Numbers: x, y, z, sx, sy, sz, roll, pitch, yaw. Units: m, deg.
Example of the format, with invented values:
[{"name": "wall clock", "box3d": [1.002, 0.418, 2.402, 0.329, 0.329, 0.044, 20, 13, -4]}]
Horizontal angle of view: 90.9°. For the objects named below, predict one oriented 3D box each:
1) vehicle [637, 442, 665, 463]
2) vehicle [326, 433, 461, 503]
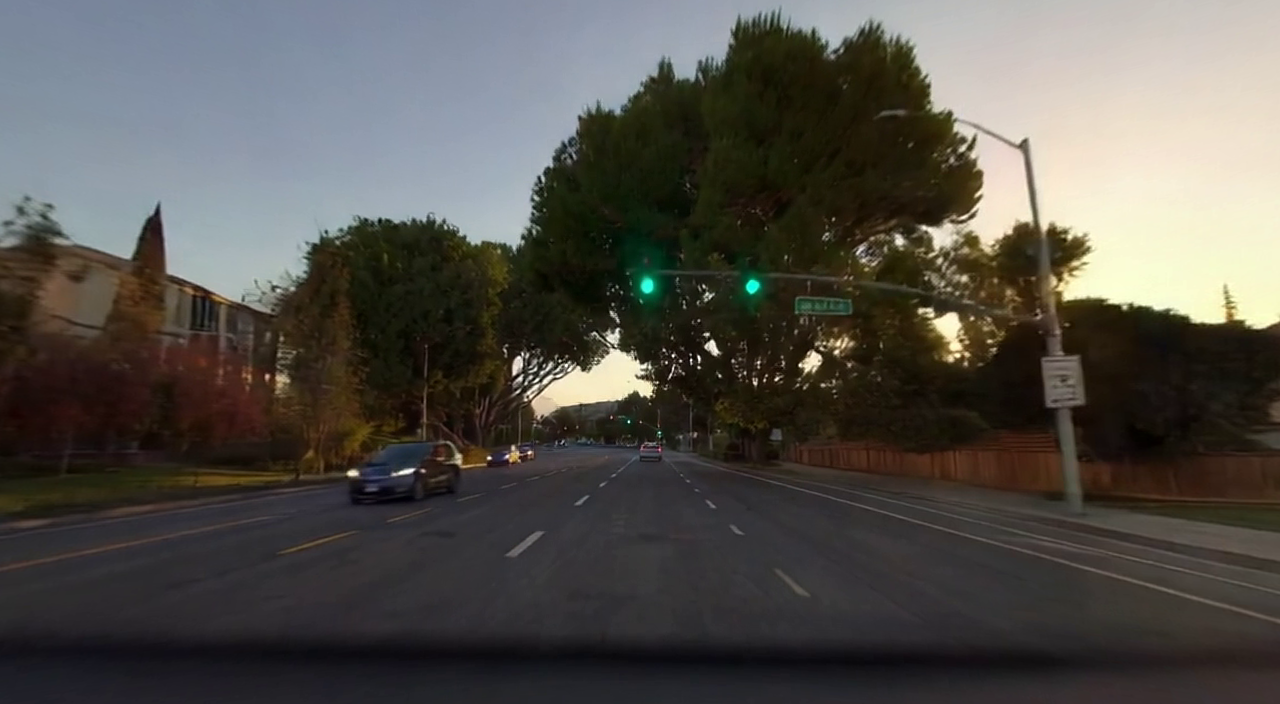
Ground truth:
[{"name": "vehicle", "box3d": [0.822, 7.721, 48.669, 2.025, 1.492, 4.124, 0, -8, 0]}, {"name": "vehicle", "box3d": [-6.762, 3.208, 17.896, 2.008, 1.718, 4.356, 0, -8, 1]}]
